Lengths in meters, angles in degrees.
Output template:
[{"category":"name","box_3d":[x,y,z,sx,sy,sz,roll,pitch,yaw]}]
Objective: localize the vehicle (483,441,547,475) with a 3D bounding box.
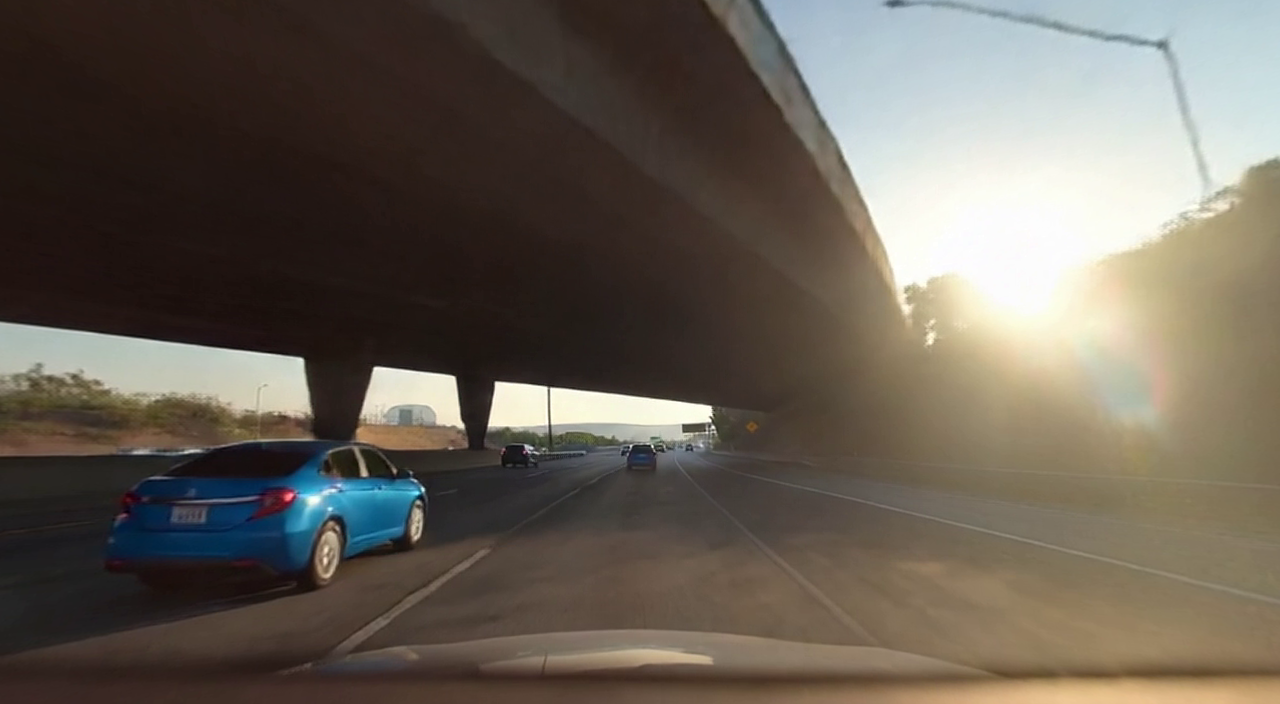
[{"category":"vehicle","box_3d":[-6.103,5.204,31.140,1.994,1.519,4.668,0,-9,3]}]

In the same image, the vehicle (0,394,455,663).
[{"category":"vehicle","box_3d":[-3.642,1.413,6.157,2.124,1.607,4.531,0,-9,2]}]

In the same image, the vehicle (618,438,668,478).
[{"category":"vehicle","box_3d":[0.182,4.841,28.847,2.155,1.690,4.318,0,-9,1]}]
